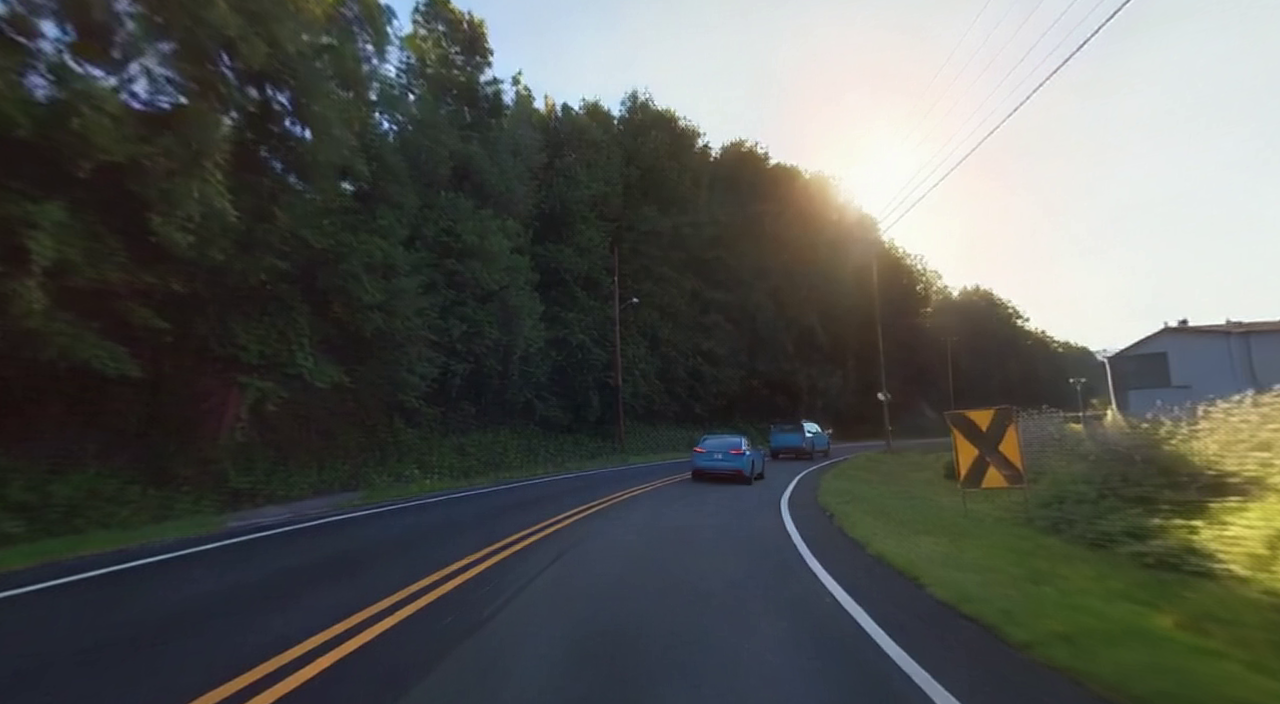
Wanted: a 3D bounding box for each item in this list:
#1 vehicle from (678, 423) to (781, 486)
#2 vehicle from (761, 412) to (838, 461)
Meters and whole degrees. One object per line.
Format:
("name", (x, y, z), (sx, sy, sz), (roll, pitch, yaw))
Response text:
("vehicle", (2.707, 2.921, 18.257), (2.157, 1.565, 4.243), (-3, -9, 19))
("vehicle", (8.038, 4.221, 31.259), (2.376, 2.145, 5.953), (-4, -9, 27))
